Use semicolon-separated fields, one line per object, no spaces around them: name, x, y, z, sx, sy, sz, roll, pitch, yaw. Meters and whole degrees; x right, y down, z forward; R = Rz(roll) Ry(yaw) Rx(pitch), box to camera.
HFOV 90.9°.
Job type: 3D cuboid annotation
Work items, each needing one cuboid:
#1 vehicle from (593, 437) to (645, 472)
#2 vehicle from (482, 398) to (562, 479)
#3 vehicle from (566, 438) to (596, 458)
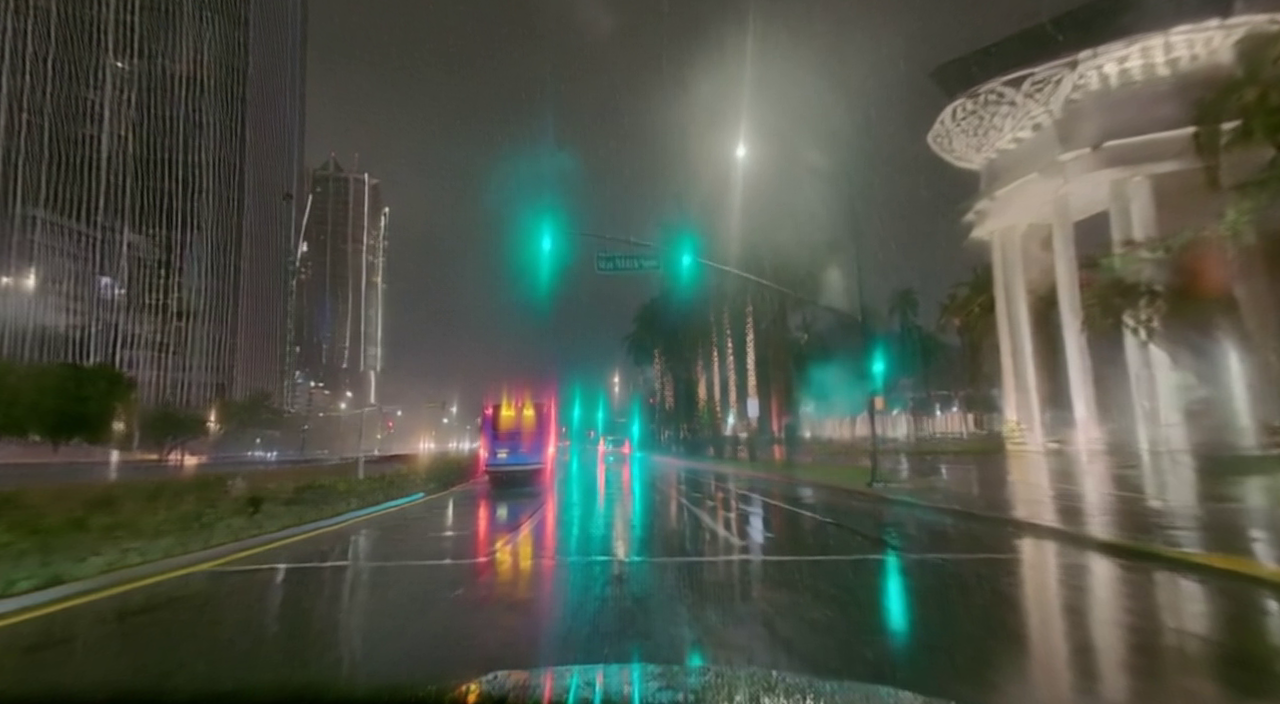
vehicle;-1.073;4.781;29.577;2.107;1.481;4.097;1;-8;-6
vehicle;-4.966;3.850;28.065;2.678;3.042;8.474;0;-8;-5
vehicle;-4.661;7.554;49.644;1.993;1.452;3.873;1;-8;-11
